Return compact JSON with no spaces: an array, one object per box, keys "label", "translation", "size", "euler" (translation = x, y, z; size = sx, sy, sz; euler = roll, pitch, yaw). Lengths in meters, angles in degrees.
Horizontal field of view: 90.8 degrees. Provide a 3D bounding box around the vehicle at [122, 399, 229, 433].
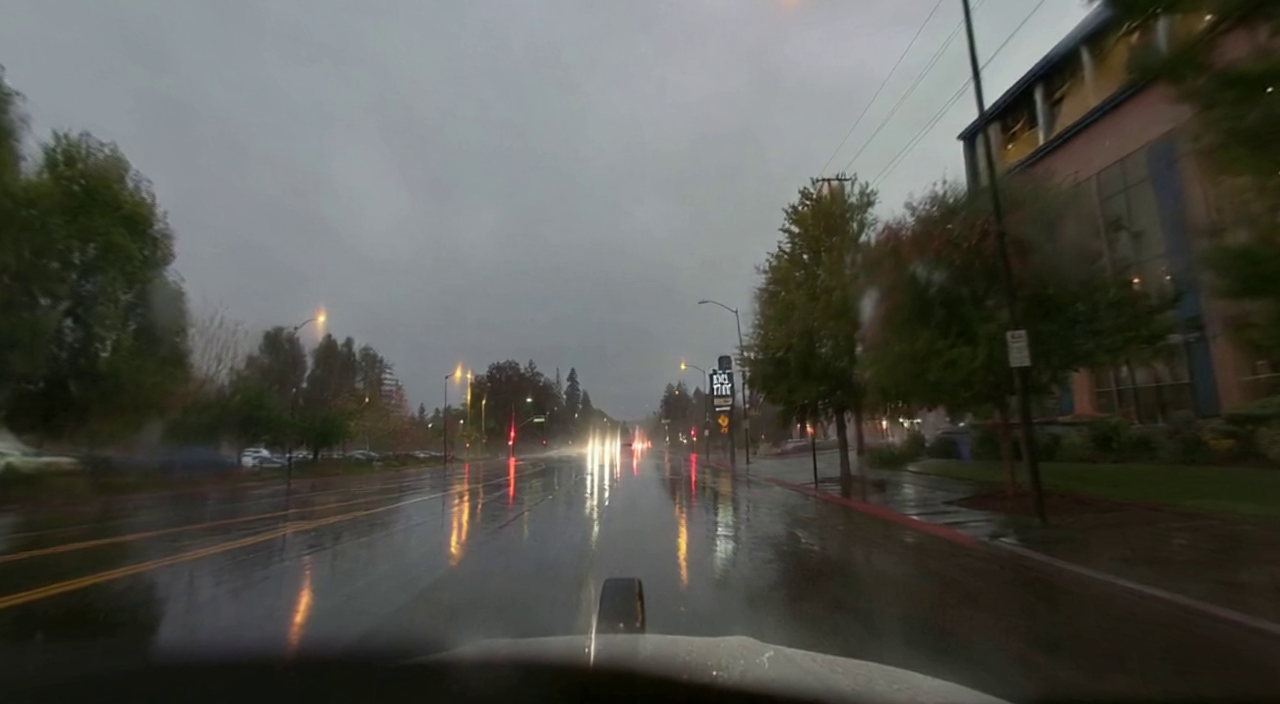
[{"label":"vehicle","translation":[-25.594,3.564,34.903],"size":[4.397,1.760,1.971],"euler":[-1,-8,5]}]
